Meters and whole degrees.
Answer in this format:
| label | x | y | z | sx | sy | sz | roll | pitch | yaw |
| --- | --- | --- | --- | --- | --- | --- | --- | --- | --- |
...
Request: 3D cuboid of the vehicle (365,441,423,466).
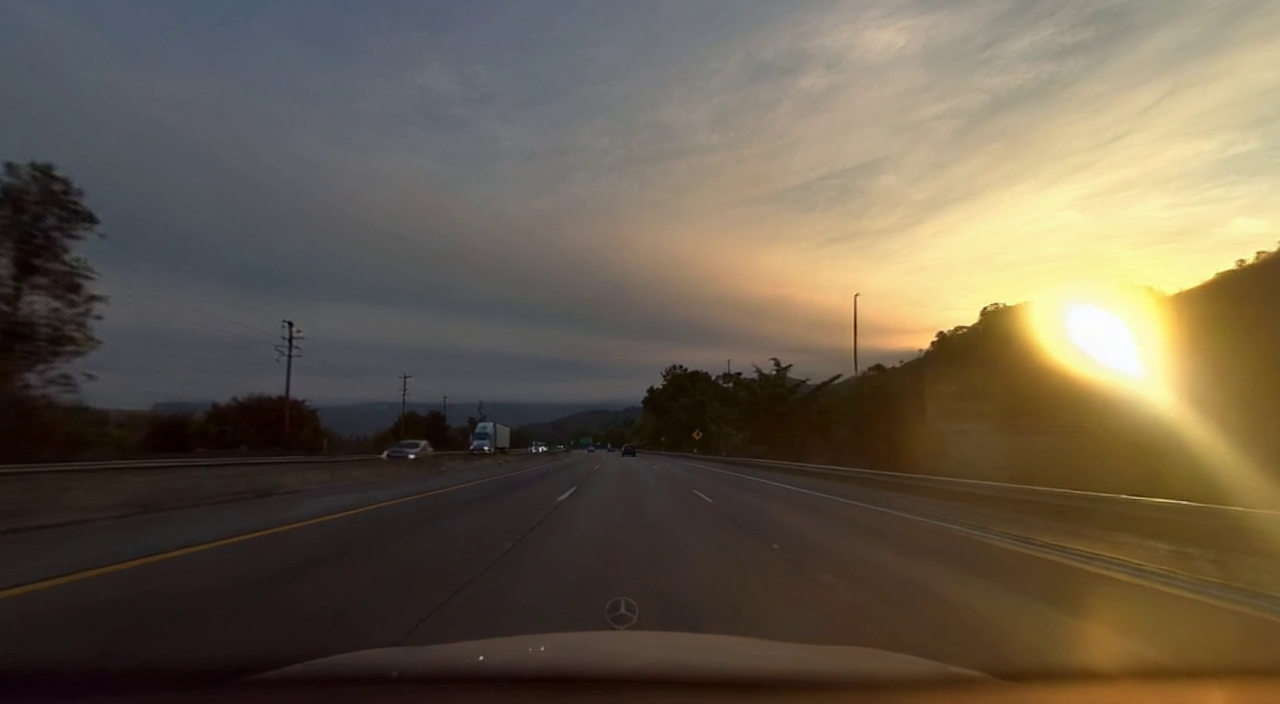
| label | x | y | z | sx | sy | sz | roll | pitch | yaw |
| --- | --- | --- | --- | --- | --- | --- | --- | --- | --- |
| vehicle | -15.978 | 6.610 | 41.047 | 2.073 | 1.563 | 4.470 | 0 | -9 | -1 |
